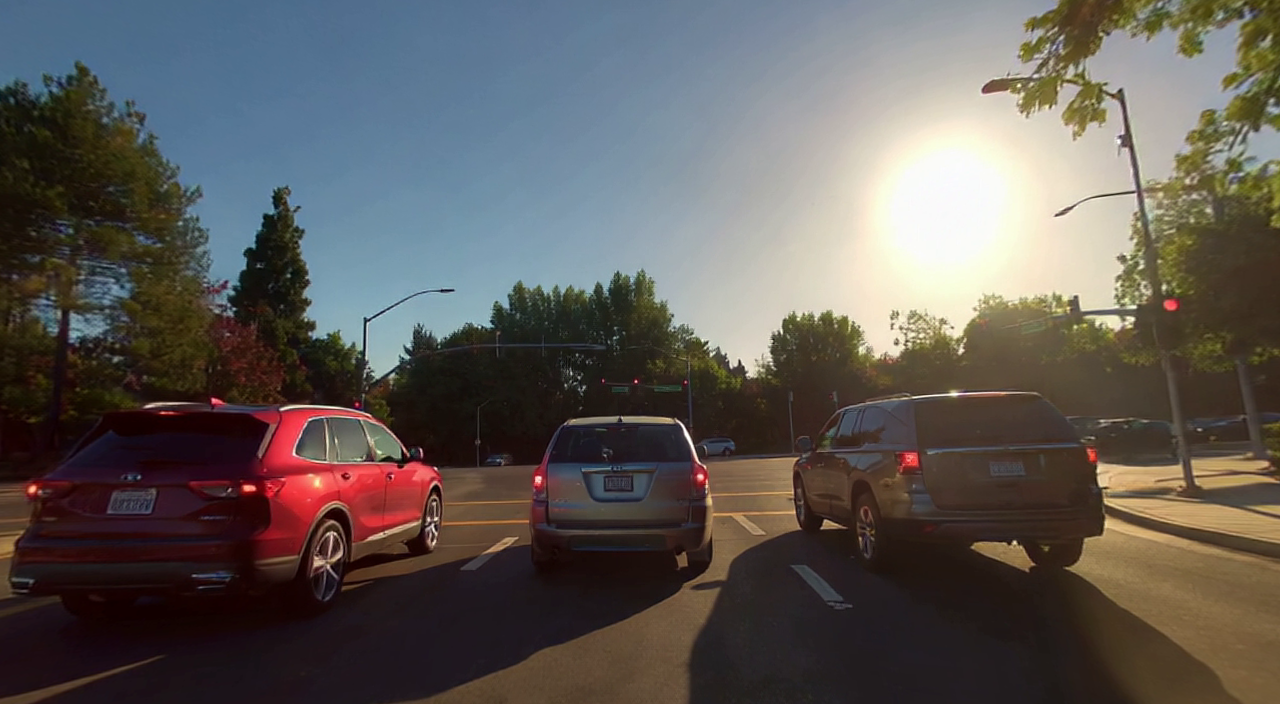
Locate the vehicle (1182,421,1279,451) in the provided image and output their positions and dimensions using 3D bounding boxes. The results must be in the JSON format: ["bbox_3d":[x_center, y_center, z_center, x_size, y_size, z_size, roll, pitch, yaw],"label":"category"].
[{"bbox_3d":[32.814,4.651,34.752,4.175,1.634,1.877,1,-8,-4],"label":"vehicle"}]

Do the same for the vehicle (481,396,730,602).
[{"bbox_3d":[-0.234,1.516,7.318,2.067,1.702,3.987,0,-8,2],"label":"vehicle"}]

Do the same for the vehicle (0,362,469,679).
[{"bbox_3d":[-3.275,1.282,5.901,2.047,1.810,4.414,0,-8,1],"label":"vehicle"}]

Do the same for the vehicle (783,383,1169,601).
[{"bbox_3d":[3.277,1.481,7.506,2.083,1.779,4.532,0,-8,0],"label":"vehicle"}]
